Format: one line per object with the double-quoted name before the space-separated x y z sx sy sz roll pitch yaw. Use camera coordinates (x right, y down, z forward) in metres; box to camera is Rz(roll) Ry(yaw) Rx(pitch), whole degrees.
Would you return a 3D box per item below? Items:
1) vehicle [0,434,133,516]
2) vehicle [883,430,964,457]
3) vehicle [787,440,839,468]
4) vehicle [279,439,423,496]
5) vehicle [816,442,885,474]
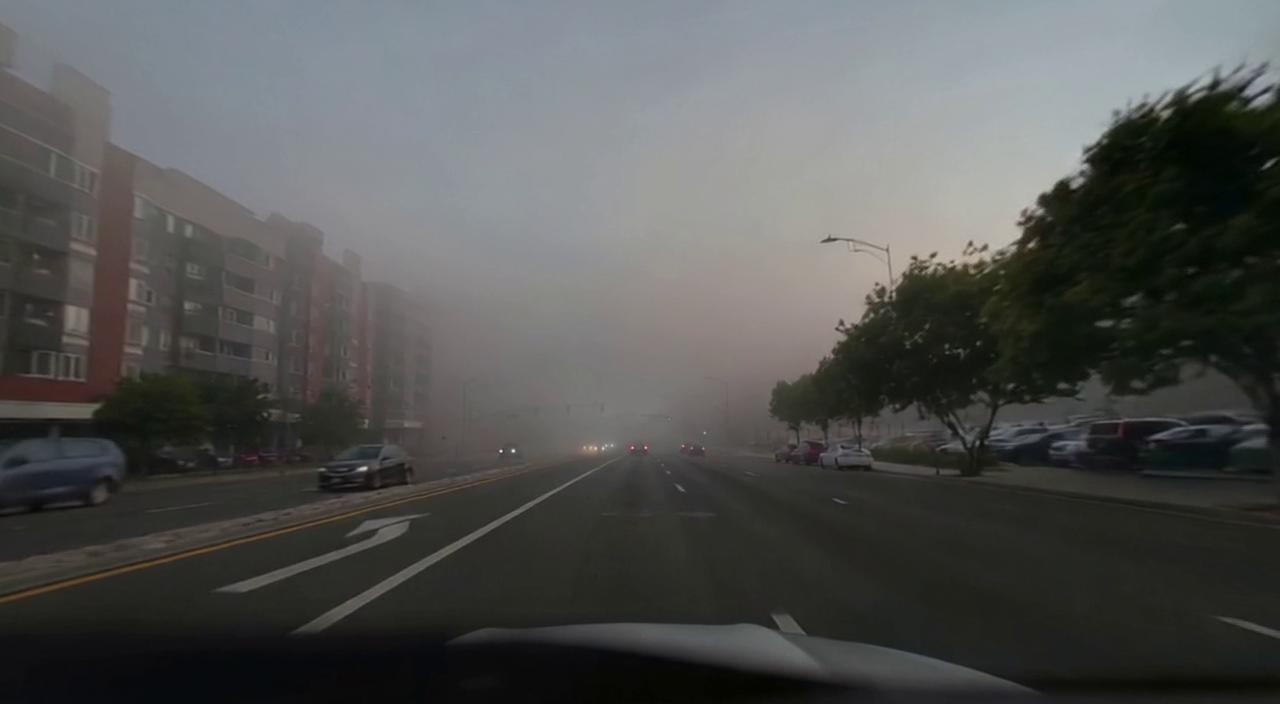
"vehicle" -15.328 2.927 15.211 2.053 1.806 4.919 0 -9 0
"vehicle" 21.136 6.864 47.318 5.047 1.904 2.012 0 -9 2
"vehicle" 10.614 6.292 39.045 1.905 1.597 4.040 0 -9 -2
"vehicle" -8.482 3.437 19.114 2.025 1.479 4.739 0 -9 1
"vehicle" 10.378 5.274 31.542 1.861 1.446 4.413 0 -9 -1
